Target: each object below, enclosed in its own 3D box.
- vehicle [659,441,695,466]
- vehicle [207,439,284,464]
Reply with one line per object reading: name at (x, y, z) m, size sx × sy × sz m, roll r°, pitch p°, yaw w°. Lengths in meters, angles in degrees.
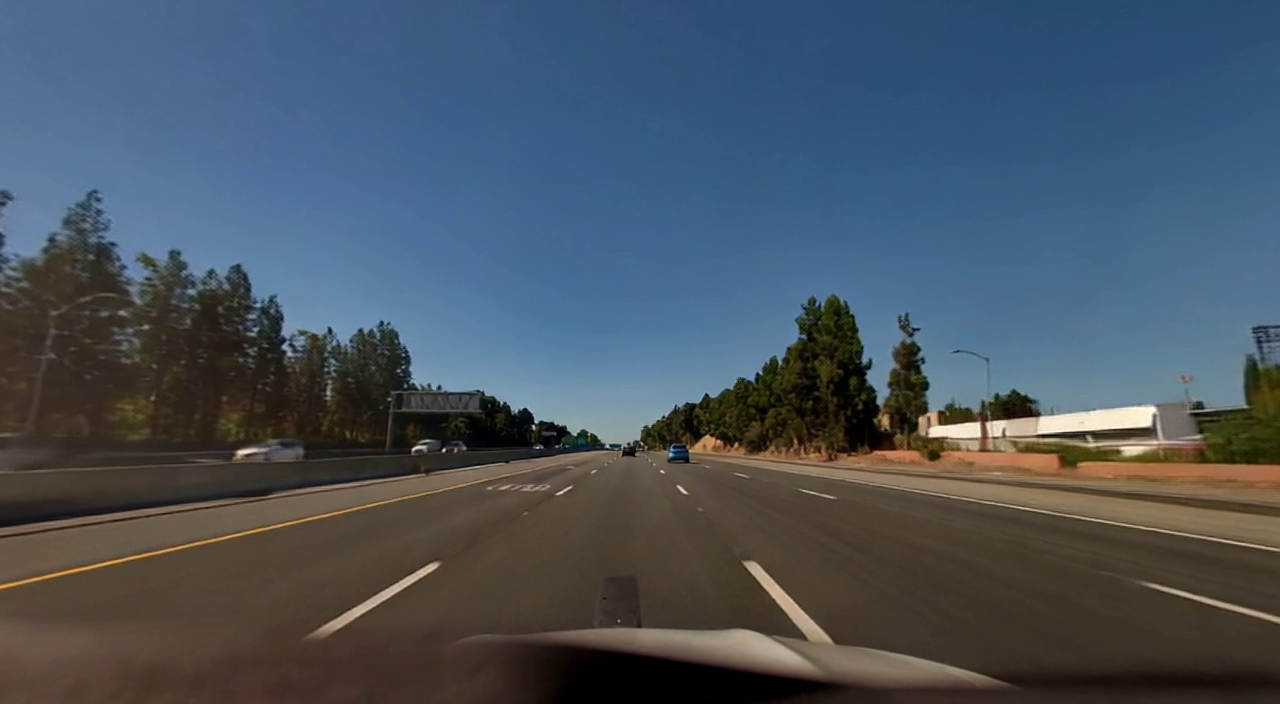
vehicle at (2.580, 7.223, 45.176) m, size 2.127 × 1.692 × 4.382 m, roll 0°, pitch -9°, yaw -2°
vehicle at (-25.363, 6.408, 40.852) m, size 1.902 × 1.514 × 4.866 m, roll 0°, pitch -9°, yaw 0°
